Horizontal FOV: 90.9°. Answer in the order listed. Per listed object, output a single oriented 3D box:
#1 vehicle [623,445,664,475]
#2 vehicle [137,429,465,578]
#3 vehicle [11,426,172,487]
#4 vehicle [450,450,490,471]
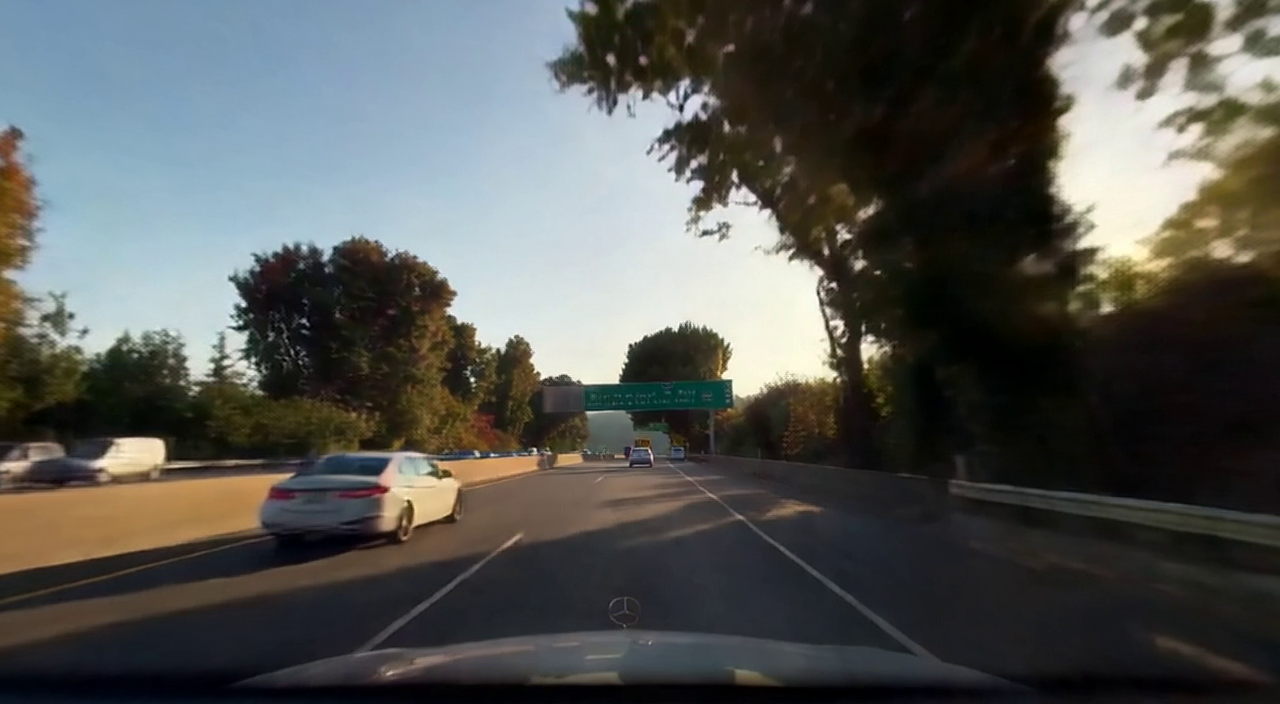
[{"bbox_3d":[0.174,5.504,32.257,1.960,1.456,3.818,0,-9,0],"label":"vehicle"},{"bbox_3d":[-4.200,1.952,8.937,2.081,1.534,4.543,0,-9,1],"label":"vehicle"},{"bbox_3d":[-27.100,5.206,31.584,2.515,2.725,6.031,0,-9,0],"label":"vehicle"},{"bbox_3d":[-12.374,7.888,46.127,1.787,1.447,3.776,-1,-9,1],"label":"vehicle"}]
